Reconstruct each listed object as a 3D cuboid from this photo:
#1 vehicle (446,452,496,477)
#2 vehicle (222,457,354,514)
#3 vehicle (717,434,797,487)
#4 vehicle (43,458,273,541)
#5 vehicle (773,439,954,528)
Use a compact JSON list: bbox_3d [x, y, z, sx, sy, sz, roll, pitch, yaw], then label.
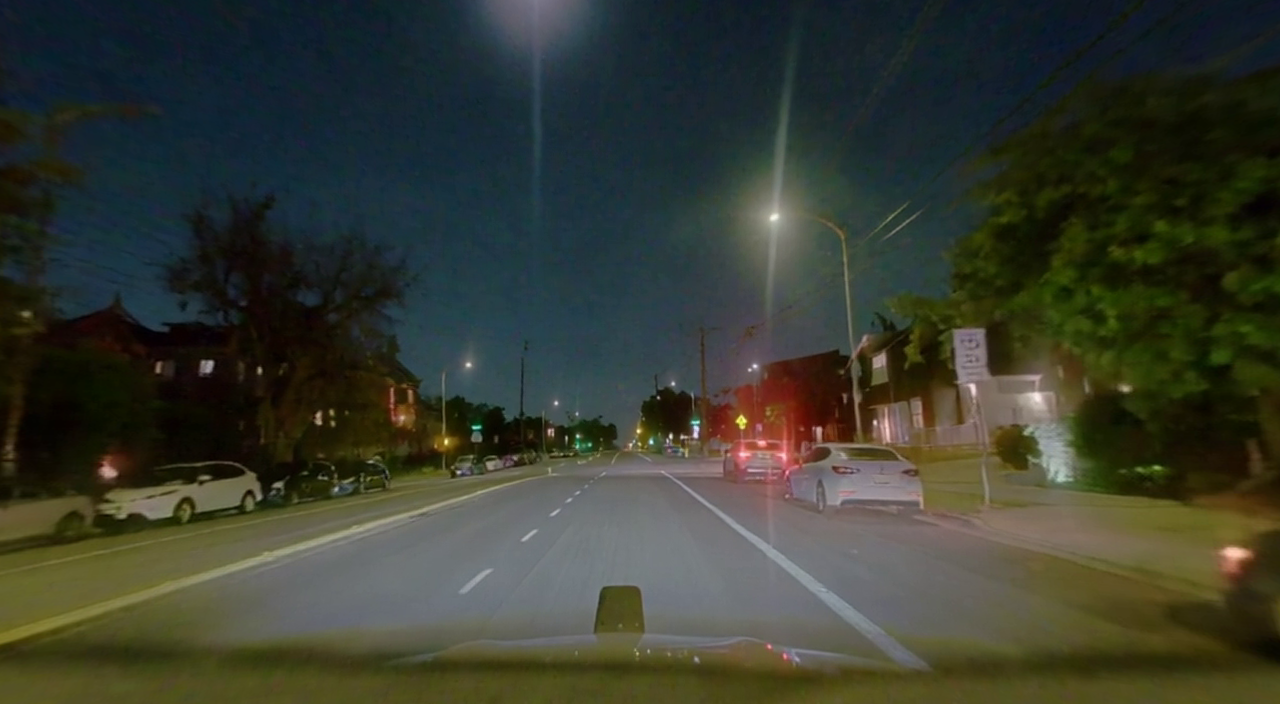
[{"bbox_3d":[-11.438,7.641,43.140,1.970,1.523,4.702,-1,-8,2],"label":"vehicle"},{"bbox_3d":[-11.025,4.174,20.222,1.804,1.513,4.450,0,-8,-2],"label":"vehicle"},{"bbox_3d":[4.383,4.127,24.320,2.126,1.802,4.259,0,-9,-2],"label":"vehicle"},{"bbox_3d":[-11.024,3.343,15.049,1.955,1.522,4.759,0,-8,-4],"label":"vehicle"},{"bbox_3d":[4.265,2.567,12.976,1.989,1.471,4.460,0,-9,-1],"label":"vehicle"}]
